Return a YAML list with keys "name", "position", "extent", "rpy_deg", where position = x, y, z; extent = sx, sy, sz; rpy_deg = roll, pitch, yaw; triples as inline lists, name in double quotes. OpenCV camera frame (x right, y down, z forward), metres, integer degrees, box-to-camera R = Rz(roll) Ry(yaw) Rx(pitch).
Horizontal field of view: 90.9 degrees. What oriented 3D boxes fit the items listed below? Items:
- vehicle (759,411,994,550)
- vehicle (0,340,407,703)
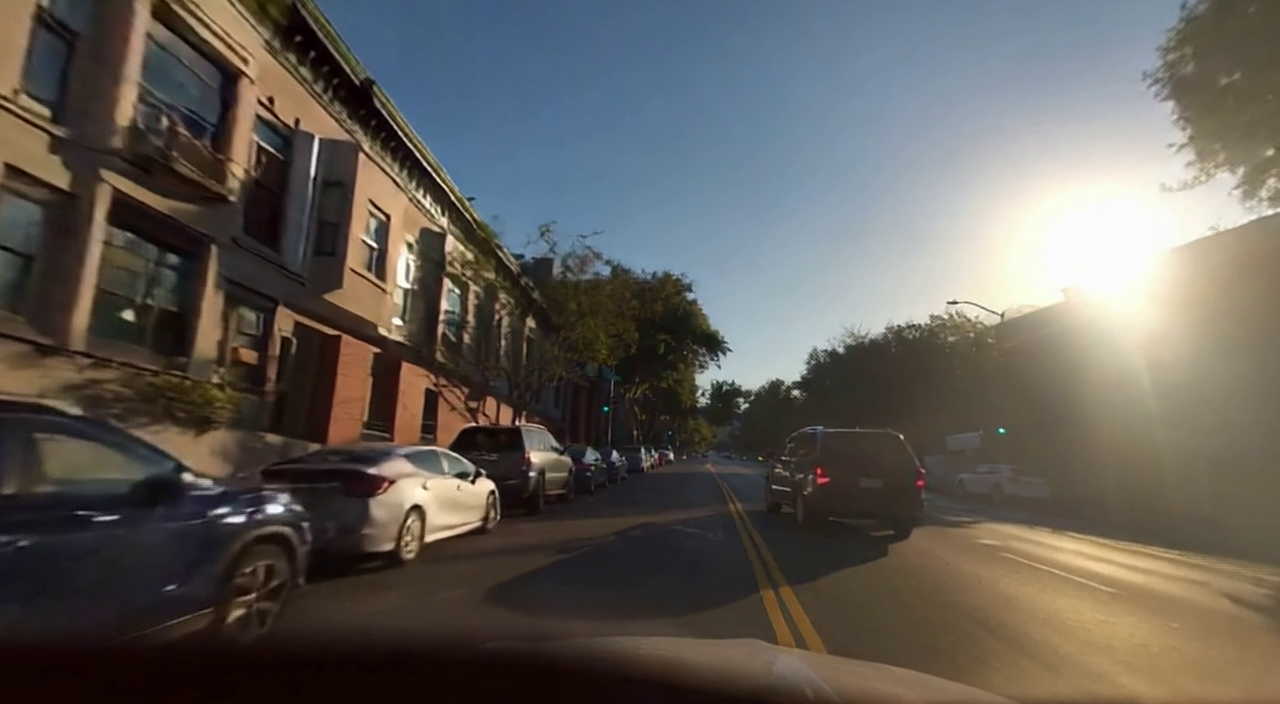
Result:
- name: "vehicle"
  position: [3.842, 2.221, 11.795]
  extent: [2.411, 1.899, 5.993]
  rpy_deg: [-1, -8, 4]
- name: "vehicle"
  position: [-3.380, 0.917, 3.179]
  extent: [2.179, 1.658, 4.765]
  rpy_deg: [-1, -8, 6]
